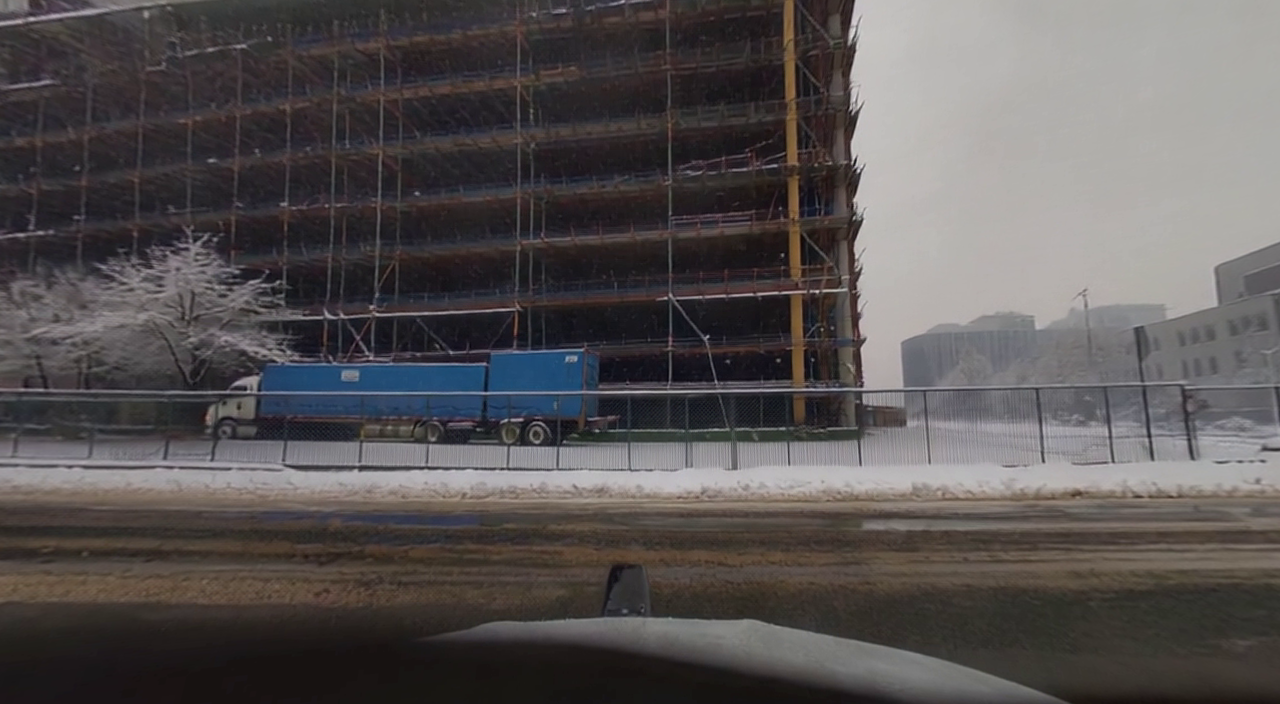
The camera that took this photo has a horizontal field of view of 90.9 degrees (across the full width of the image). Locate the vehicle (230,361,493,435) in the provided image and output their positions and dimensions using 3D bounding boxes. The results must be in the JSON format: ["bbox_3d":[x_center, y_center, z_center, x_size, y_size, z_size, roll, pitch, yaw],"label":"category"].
[{"bbox_3d":[-16.214,2.846,37.818,14.067,4.099,2.832,1,-9,-5],"label":"vehicle"}]
